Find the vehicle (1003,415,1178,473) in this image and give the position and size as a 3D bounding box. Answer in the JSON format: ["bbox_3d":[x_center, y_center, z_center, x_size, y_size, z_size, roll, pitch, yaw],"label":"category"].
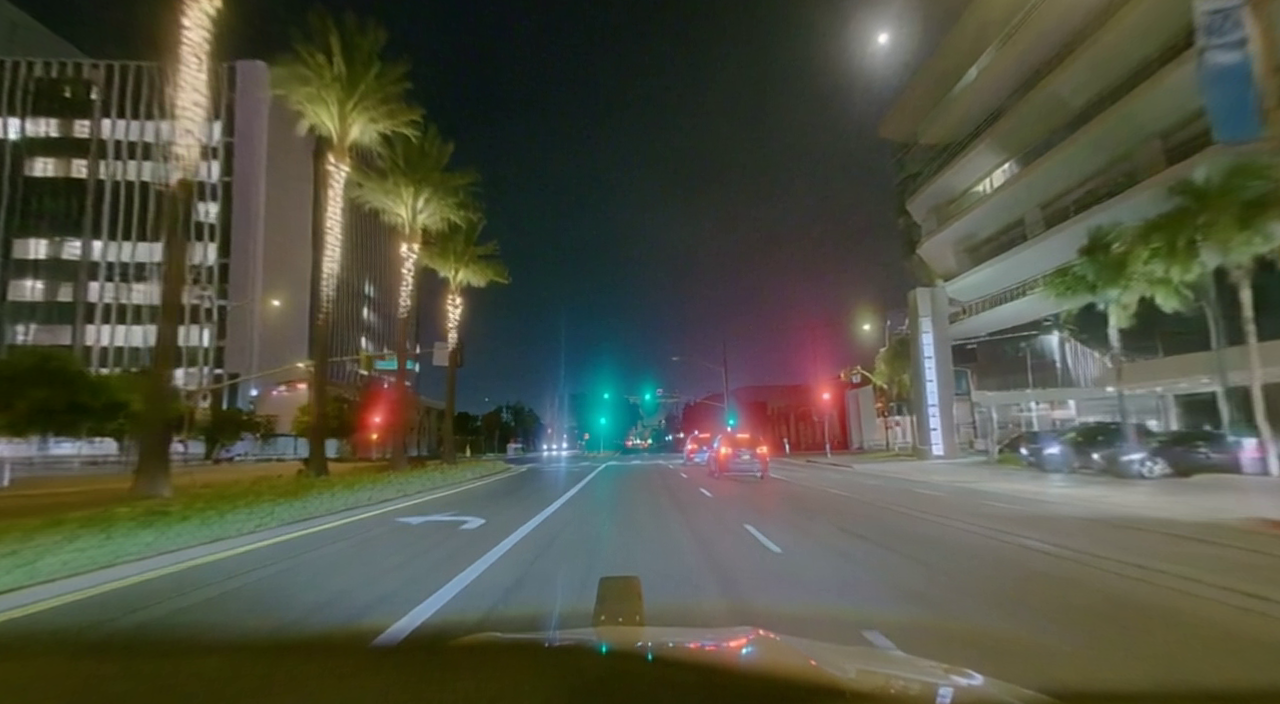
[{"bbox_3d":[15.437,3.171,21.846,4.503,1.878,2.011,0,-9,-2],"label":"vehicle"}]

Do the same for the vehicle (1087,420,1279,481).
[{"bbox_3d":[15.532,2.756,17.843,4.313,1.497,1.870,-2,-8,1],"label":"vehicle"}]

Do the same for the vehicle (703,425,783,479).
[{"bbox_3d":[3.671,3.687,23.394,2.060,1.756,4.770,0,-8,-1],"label":"vehicle"}]
